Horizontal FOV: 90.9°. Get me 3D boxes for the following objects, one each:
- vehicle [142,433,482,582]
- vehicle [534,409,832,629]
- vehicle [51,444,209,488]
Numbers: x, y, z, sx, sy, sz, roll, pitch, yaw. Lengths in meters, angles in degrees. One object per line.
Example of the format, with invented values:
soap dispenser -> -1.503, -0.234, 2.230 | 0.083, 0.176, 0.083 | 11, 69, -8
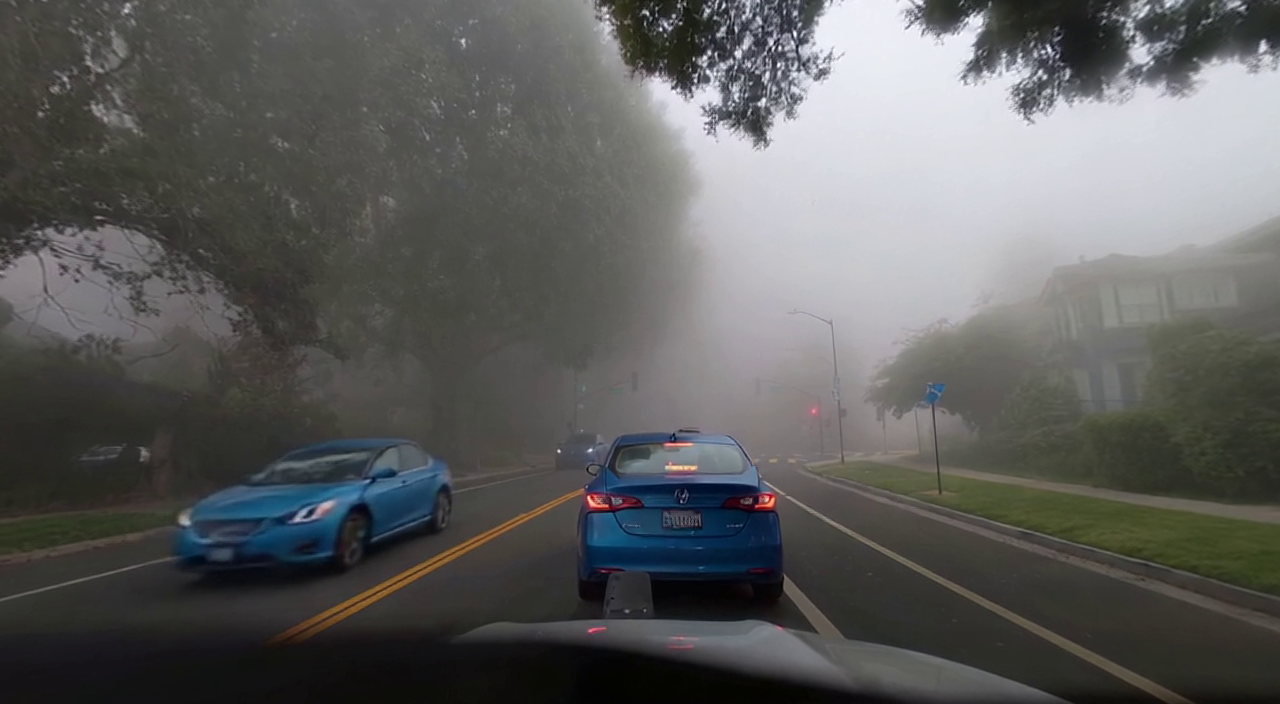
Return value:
vehicle -> -3.910, 1.898, 8.677 | 2.060, 1.479, 4.462 | 0, -8, 4
vehicle -> 0.340, 1.455, 6.442 | 2.070, 1.516, 3.936 | 0, -8, 1
vehicle -> -18.105, 4.032, 22.484 | 4.069, 1.445, 2.063 | -2, -9, 8
